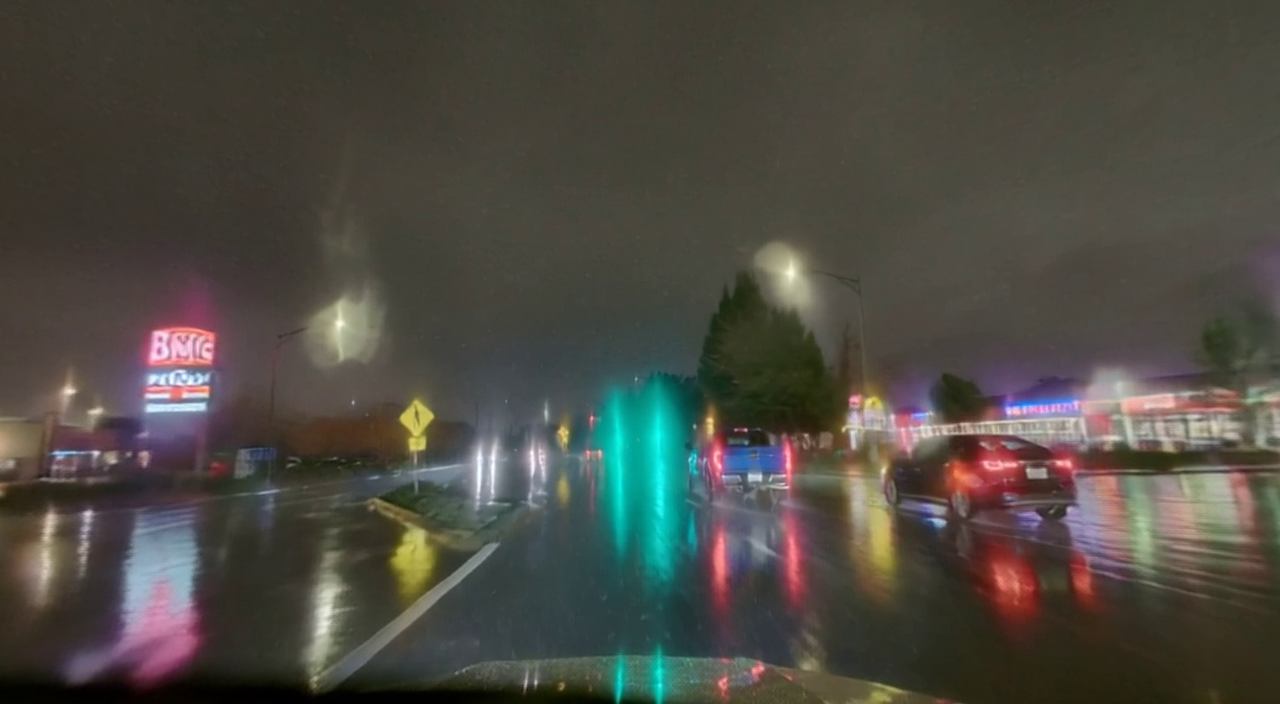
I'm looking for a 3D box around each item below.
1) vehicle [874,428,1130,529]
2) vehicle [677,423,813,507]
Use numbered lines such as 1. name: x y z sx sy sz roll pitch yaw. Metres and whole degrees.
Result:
1. vehicle: 6.254 2.222 11.671 1.986 1.480 4.296 0 -9 -4
2. vehicle: 2.384 2.771 15.932 2.214 1.749 4.998 1 -9 -4
